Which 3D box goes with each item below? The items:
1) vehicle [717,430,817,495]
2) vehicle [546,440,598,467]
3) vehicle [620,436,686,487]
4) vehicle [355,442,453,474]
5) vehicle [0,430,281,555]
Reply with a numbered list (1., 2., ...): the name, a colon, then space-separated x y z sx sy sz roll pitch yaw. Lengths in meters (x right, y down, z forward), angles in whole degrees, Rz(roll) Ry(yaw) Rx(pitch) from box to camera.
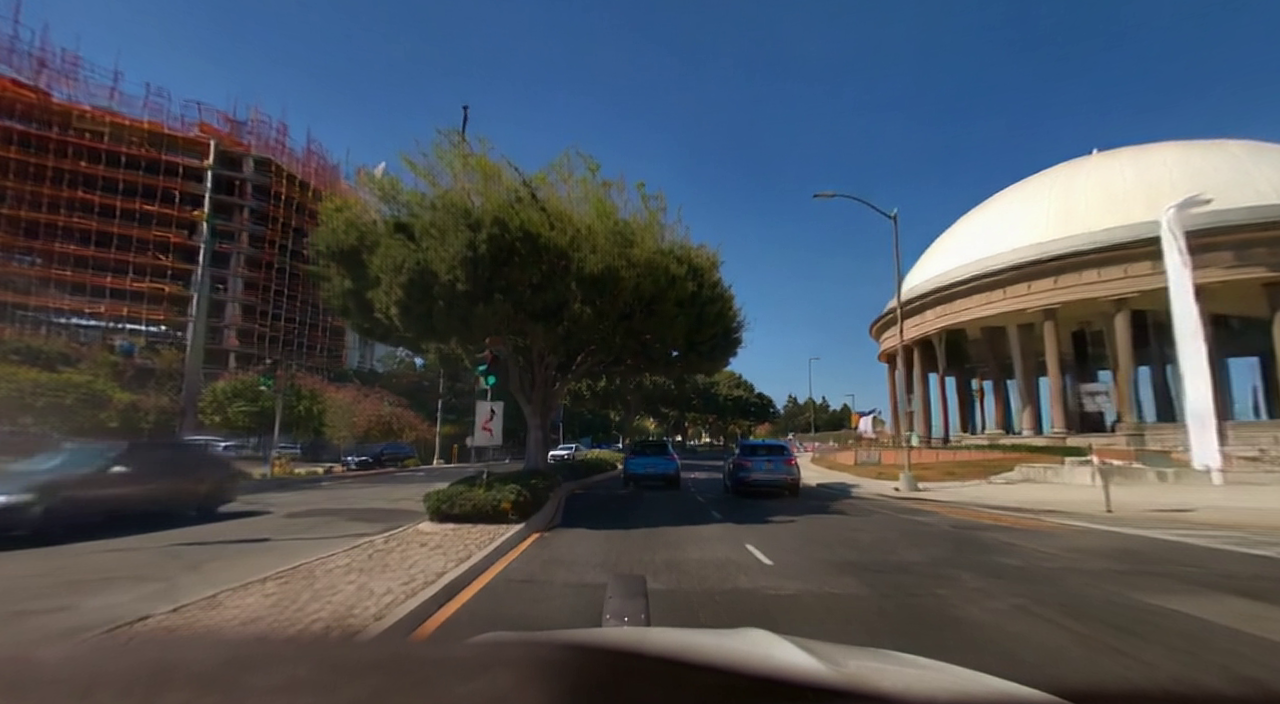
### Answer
1. vehicle: 3.761 3.380 19.709 2.320 1.772 4.872 0 -8 3
2. vehicle: -4.821 7.231 45.247 2.254 1.789 4.736 -2 -9 13
3. vehicle: 0.523 3.871 22.542 2.132 1.632 3.889 -1 -8 3
4. vehicle: -11.960 5.335 32.027 4.351 1.490 2.012 4 -9 -28
5. vehicle: -8.392 2.098 10.260 2.121 1.513 4.827 -1 -8 2
